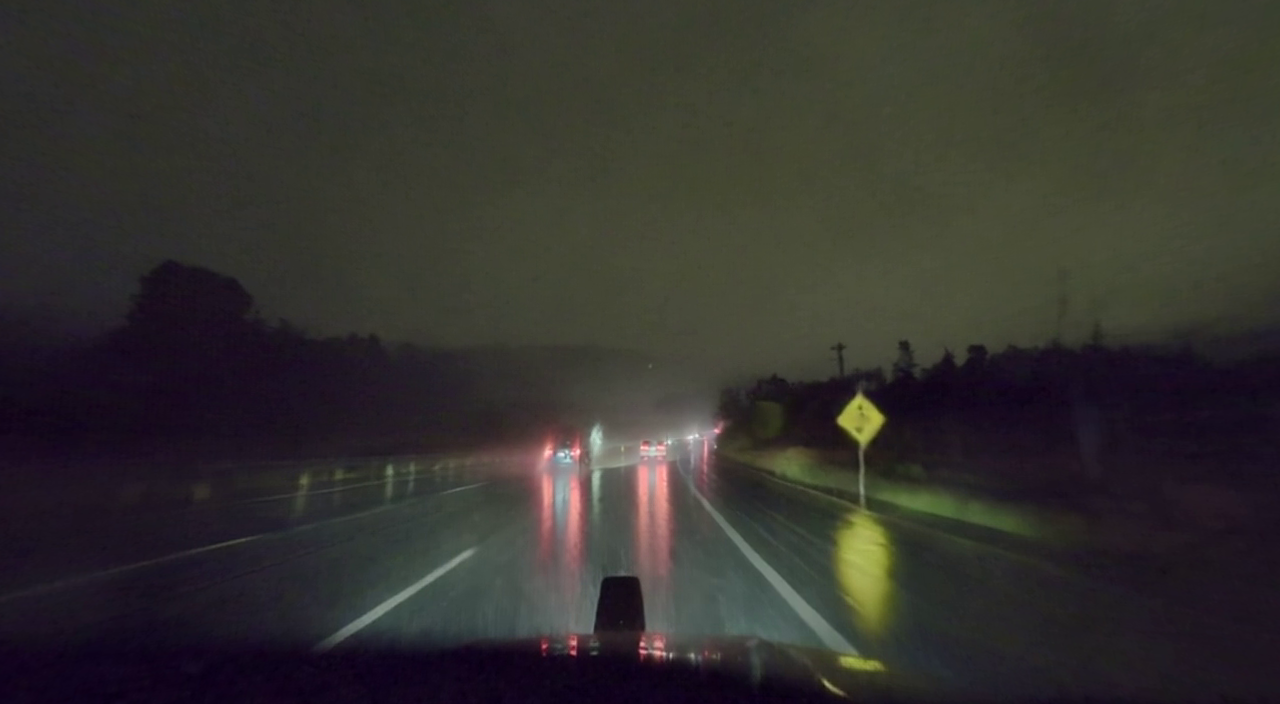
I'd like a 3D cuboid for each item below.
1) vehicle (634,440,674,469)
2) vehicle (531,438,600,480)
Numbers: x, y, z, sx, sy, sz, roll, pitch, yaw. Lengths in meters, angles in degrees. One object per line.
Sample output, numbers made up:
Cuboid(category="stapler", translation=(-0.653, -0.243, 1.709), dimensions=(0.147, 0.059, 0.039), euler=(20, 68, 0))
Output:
Cuboid(category="vehicle", translation=(0.845, 5.824, 35.911), dimensions=(2.129, 1.502, 4.321), euler=(-1, -9, 3))
Cuboid(category="vehicle", translation=(-2.990, 4.421, 26.263), dimensions=(2.129, 1.563, 4.387), euler=(-1, -9, 3))
